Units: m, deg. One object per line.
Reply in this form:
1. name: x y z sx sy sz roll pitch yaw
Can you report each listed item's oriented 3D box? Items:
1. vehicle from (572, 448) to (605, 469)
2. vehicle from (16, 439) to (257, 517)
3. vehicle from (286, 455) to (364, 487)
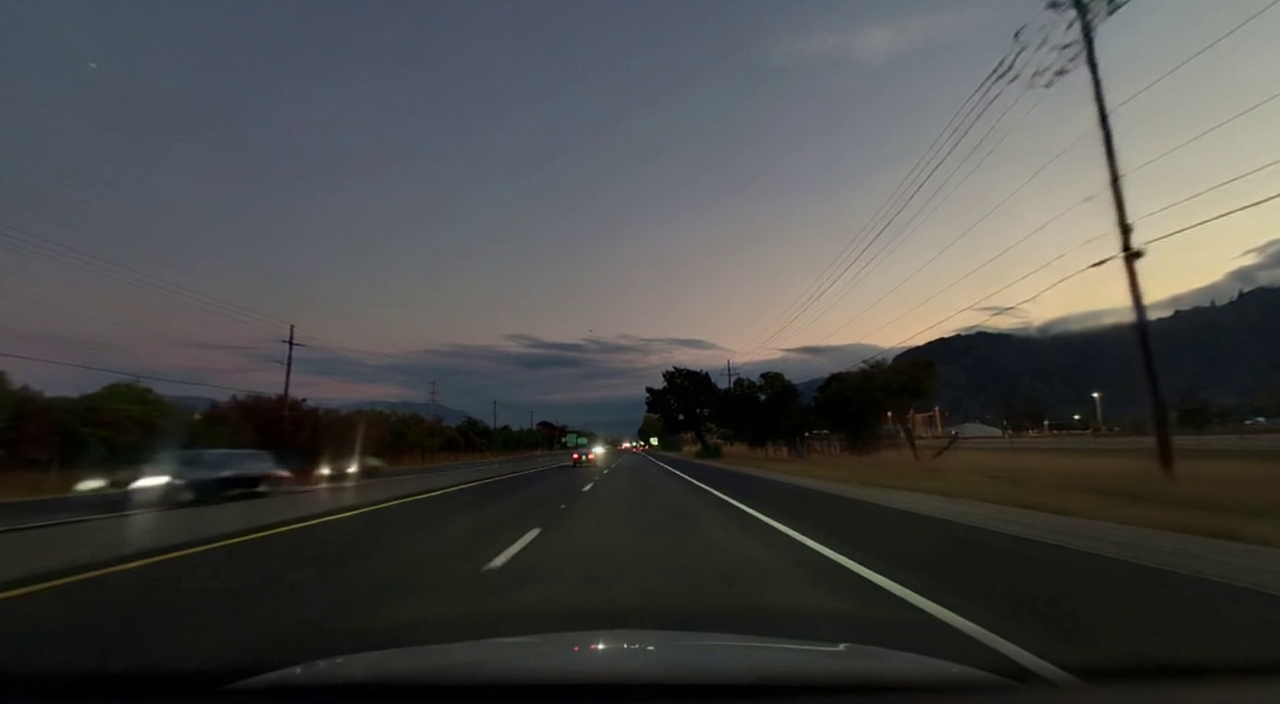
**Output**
1. vehicle: -3.858 8.102 47.780 2.123 1.545 4.404 0 -9 0
2. vehicle: -12.945 3.252 16.758 2.100 1.724 5.195 0 -9 0
3. vehicle: -16.702 6.326 33.549 1.838 1.504 4.574 0 -9 -1
